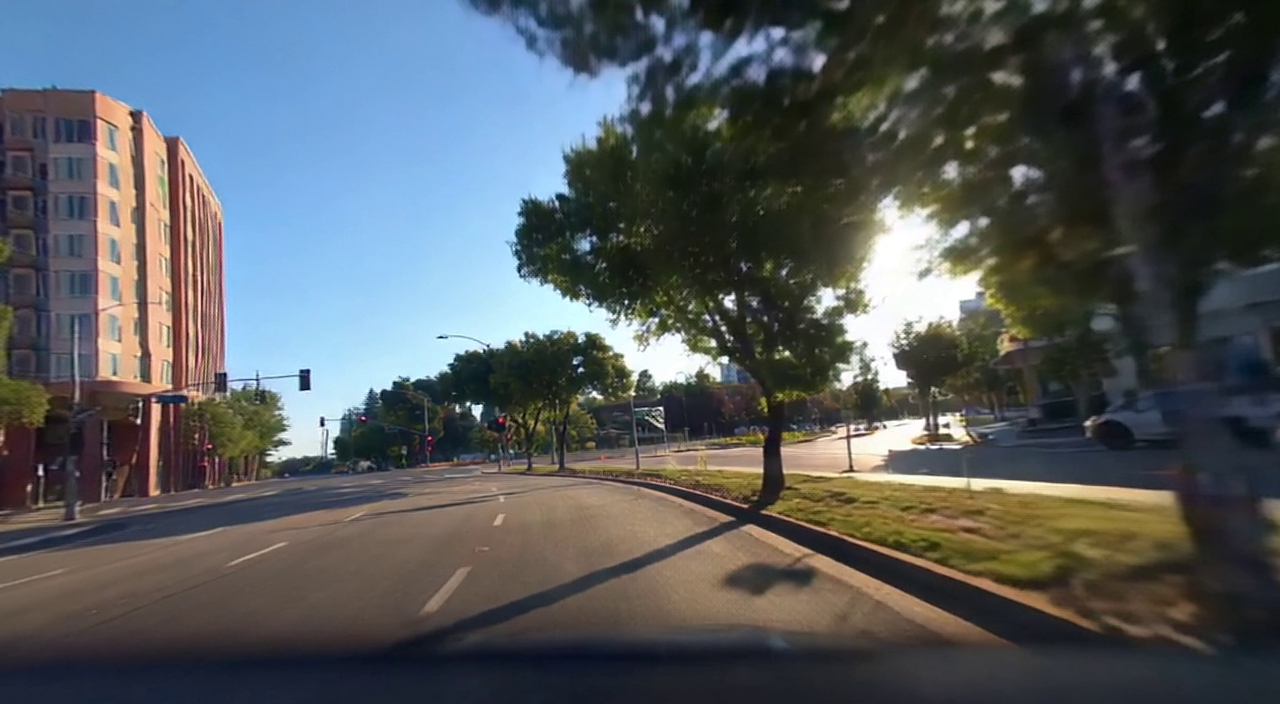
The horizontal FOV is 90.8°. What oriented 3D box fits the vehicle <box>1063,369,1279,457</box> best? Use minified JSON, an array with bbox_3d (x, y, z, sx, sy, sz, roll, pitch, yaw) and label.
[{"bbox_3d":[13.833,1.634,16.353,1.925,1.546,4.187,-3,-10,-40],"label":"vehicle"}]
